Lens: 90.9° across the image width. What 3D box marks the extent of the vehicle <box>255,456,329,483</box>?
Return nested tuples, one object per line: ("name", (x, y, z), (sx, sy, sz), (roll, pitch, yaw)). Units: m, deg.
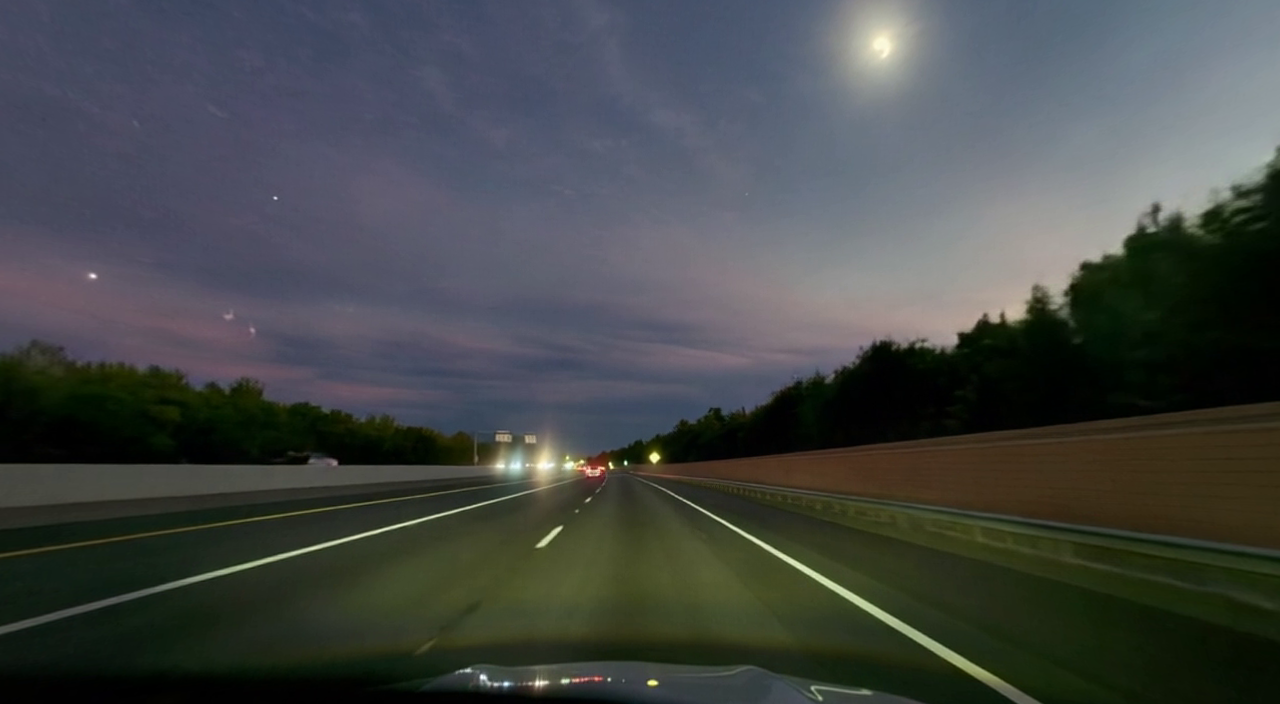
("vehicle", (-20.793, 7.077, 37.872), (1.924, 1.483, 4.480), (1, -10, -1))
